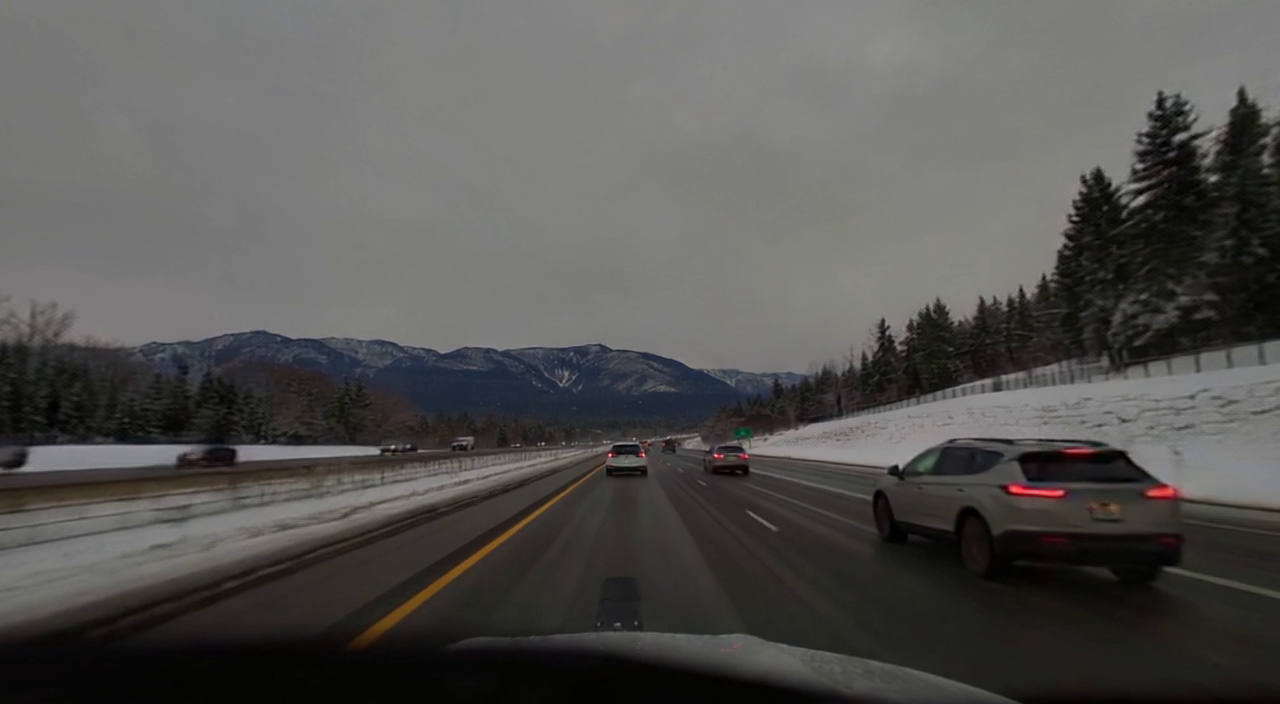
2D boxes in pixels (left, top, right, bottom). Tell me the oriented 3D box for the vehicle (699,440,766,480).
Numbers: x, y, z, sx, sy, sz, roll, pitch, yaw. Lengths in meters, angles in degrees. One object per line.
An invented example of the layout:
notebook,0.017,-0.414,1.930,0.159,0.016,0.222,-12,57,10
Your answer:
vehicle,3.576,4.273,25.191,1.957,1.447,4.241,0,-8,-1

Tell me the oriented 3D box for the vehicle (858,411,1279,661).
vehicle,3.860,1.429,6.009,1.949,1.493,4.272,0,-8,-1

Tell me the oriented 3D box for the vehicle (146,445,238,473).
vehicle,-24.499,5.849,34.640,1.799,1.459,4.427,0,-9,0

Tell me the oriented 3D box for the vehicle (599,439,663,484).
vehicle,-0.329,3.877,22.624,2.085,1.449,3.860,0,-9,-1
